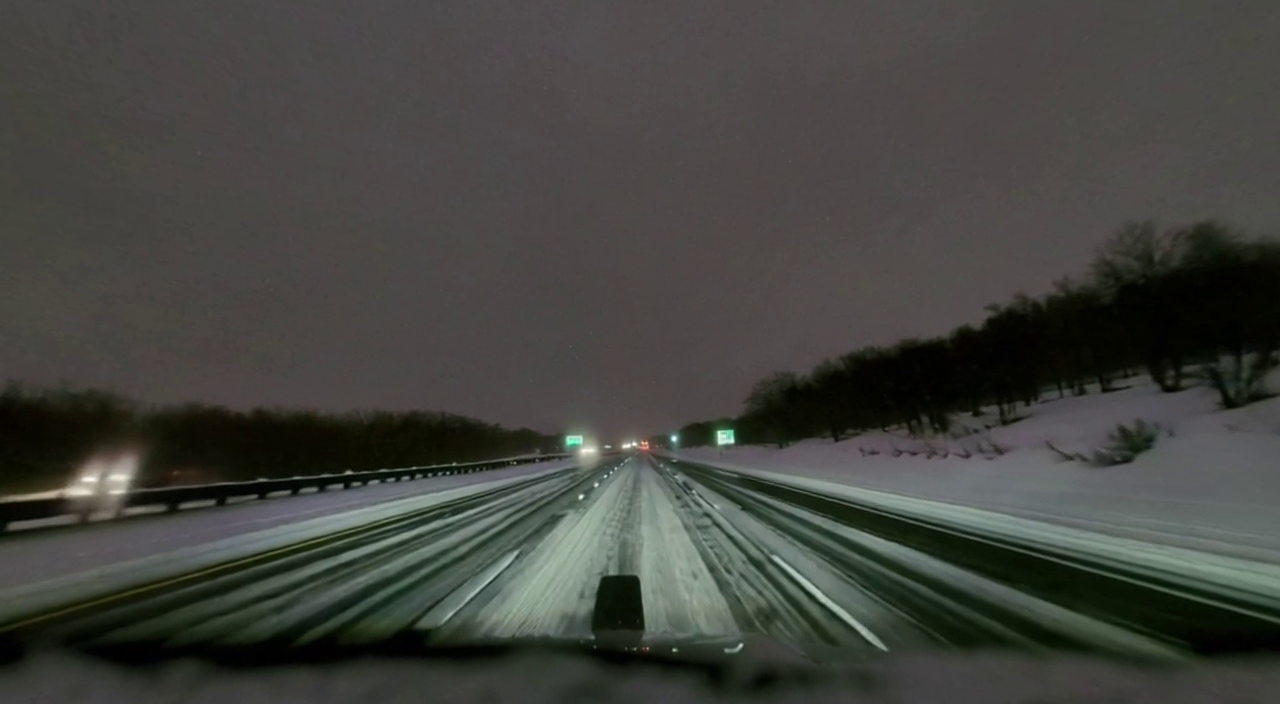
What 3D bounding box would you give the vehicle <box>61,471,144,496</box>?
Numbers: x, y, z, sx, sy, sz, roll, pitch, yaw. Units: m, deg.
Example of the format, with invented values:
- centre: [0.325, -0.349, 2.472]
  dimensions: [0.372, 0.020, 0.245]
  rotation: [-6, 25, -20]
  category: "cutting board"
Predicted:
- centre: [-38.901, 9.505, 45.864]
  dimensions: [1.790, 1.478, 4.720]
  rotation: [-1, -9, 2]
  category: "vehicle"
